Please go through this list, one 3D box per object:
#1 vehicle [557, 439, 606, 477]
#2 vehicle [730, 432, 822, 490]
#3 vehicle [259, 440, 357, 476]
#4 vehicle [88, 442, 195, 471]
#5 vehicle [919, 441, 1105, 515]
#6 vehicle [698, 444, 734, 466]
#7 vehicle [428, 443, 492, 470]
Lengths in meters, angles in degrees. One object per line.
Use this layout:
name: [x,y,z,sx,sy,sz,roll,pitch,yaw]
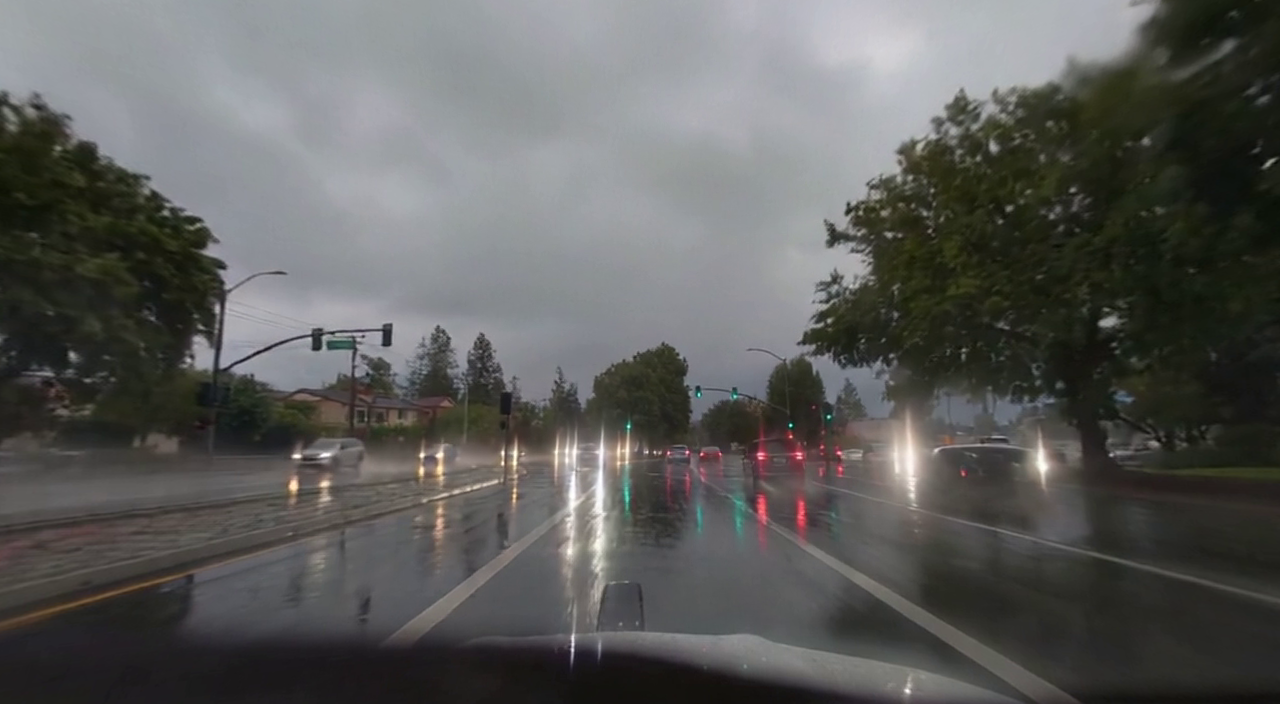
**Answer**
vehicle: [-2.950,5.510,33.007,2.258,1.812,4.650,0,-8,-2]
vehicle: [4.634,3.800,22.321,2.209,1.813,4.724,0,-8,0]
vehicle: [-15.094,4.833,29.039,1.907,1.493,4.433,0,-8,3]
vehicle: [-30.745,6.439,39.139,4.661,1.711,1.992,3,-8,-16]
vehicle: [8.467,2.864,14.914,1.949,1.492,4.103,0,-8,1]
vehicle: [5.262,7.191,44.287,2.064,1.474,4.389,0,-8,2]
vehicle: [-10.700,6.240,37.900,2.261,1.477,4.490,0,-8,3]
